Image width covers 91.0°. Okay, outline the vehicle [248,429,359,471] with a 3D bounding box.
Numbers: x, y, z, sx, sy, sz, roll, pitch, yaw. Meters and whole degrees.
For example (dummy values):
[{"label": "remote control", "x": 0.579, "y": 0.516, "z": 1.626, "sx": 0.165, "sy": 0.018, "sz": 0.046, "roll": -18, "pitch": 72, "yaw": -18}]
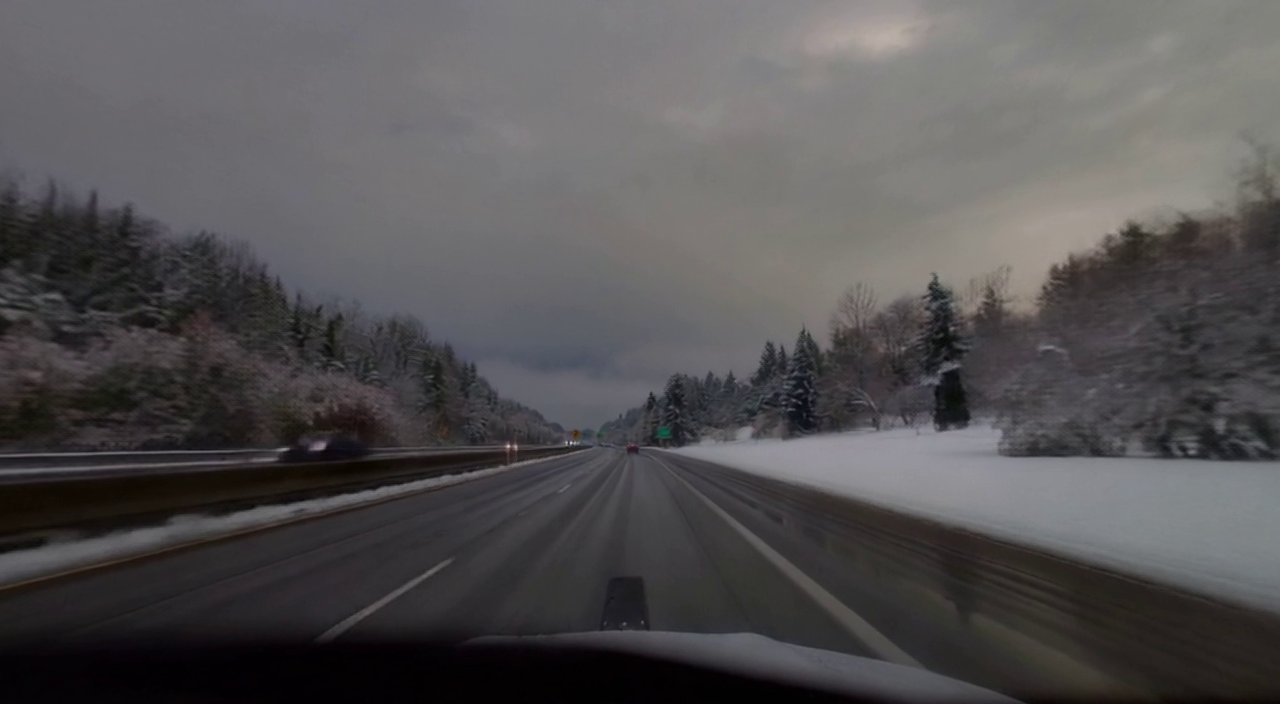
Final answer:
[{"label": "vehicle", "x": -13.456, "y": 3.945, "z": 25.565, "sx": 1.870, "sy": 1.530, "sz": 4.700, "roll": 0, "pitch": -8, "yaw": 1}]
